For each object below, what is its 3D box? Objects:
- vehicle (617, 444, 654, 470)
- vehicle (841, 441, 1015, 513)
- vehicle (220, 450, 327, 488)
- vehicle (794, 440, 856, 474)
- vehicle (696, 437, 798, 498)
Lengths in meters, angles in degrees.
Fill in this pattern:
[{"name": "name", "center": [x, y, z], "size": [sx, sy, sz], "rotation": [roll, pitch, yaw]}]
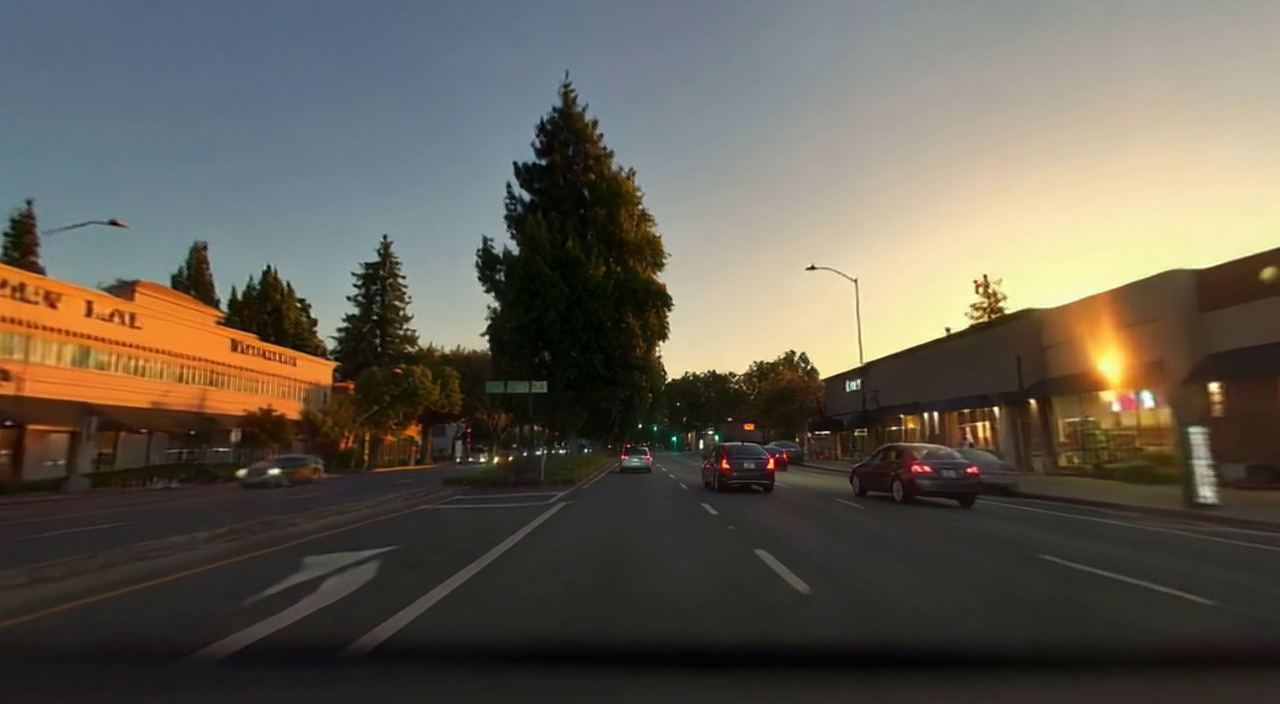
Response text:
[{"name": "vehicle", "center": [-0.261, 6.141, 37.180], "size": [2.052, 1.461, 4.324], "rotation": [0, -8, 0]}, {"name": "vehicle", "center": [6.619, 2.899, 15.230], "size": [1.952, 1.449, 4.544], "rotation": [0, -8, -1]}, {"name": "vehicle", "center": [-15.931, 5.091, 27.791], "size": [1.921, 1.480, 4.577], "rotation": [0, -8, 0]}, {"name": "vehicle", "center": [10.536, 6.001, 36.353], "size": [2.079, 1.798, 4.979], "rotation": [0, -8, 1]}, {"name": "vehicle", "center": [2.970, 3.320, 18.644], "size": [2.072, 1.545, 4.578], "rotation": [0, -8, -2]}]
